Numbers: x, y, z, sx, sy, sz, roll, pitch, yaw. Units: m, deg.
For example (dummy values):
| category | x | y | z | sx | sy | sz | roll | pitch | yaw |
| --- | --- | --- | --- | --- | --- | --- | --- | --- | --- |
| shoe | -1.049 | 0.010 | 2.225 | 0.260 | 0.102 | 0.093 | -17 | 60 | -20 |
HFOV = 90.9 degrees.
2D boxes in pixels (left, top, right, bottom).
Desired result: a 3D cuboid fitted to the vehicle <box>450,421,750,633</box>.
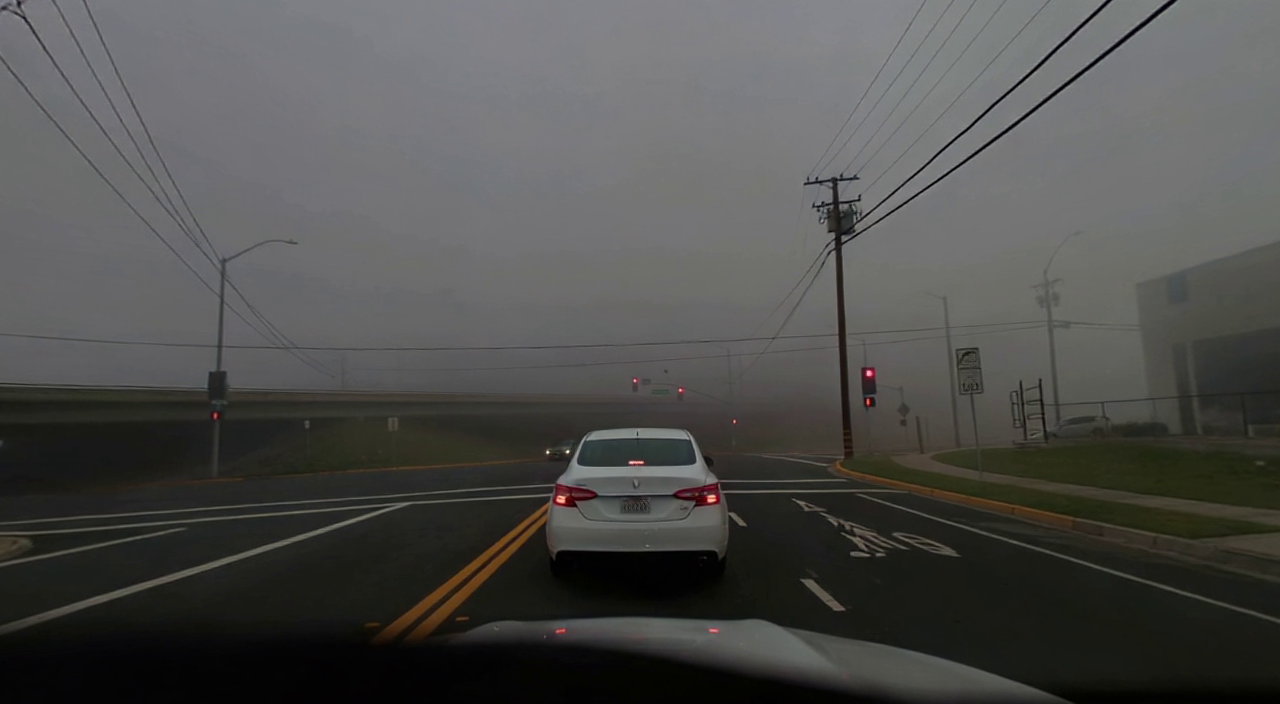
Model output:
| category | x | y | z | sx | sy | sz | roll | pitch | yaw |
| --- | --- | --- | --- | --- | --- | --- | --- | --- | --- |
| vehicle | -0.242 | 1.531 | 6.473 | 2.090 | 1.458 | 4.033 | -1 | -9 | 1 |
